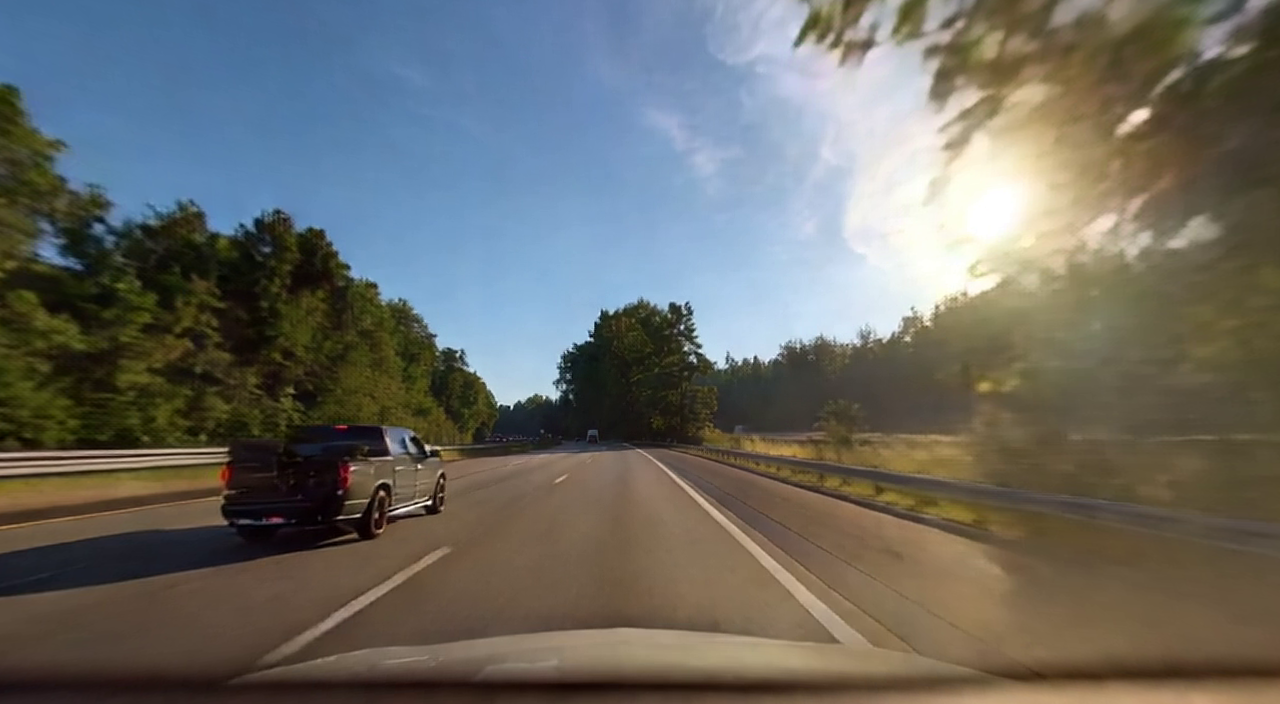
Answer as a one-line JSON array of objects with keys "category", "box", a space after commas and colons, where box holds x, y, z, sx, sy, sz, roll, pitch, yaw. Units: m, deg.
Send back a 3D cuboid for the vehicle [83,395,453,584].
[{"category": "vehicle", "box": [-3.942, 1.498, 7.732, 2.034, 1.675, 4.080, 0, -8, 0]}]
